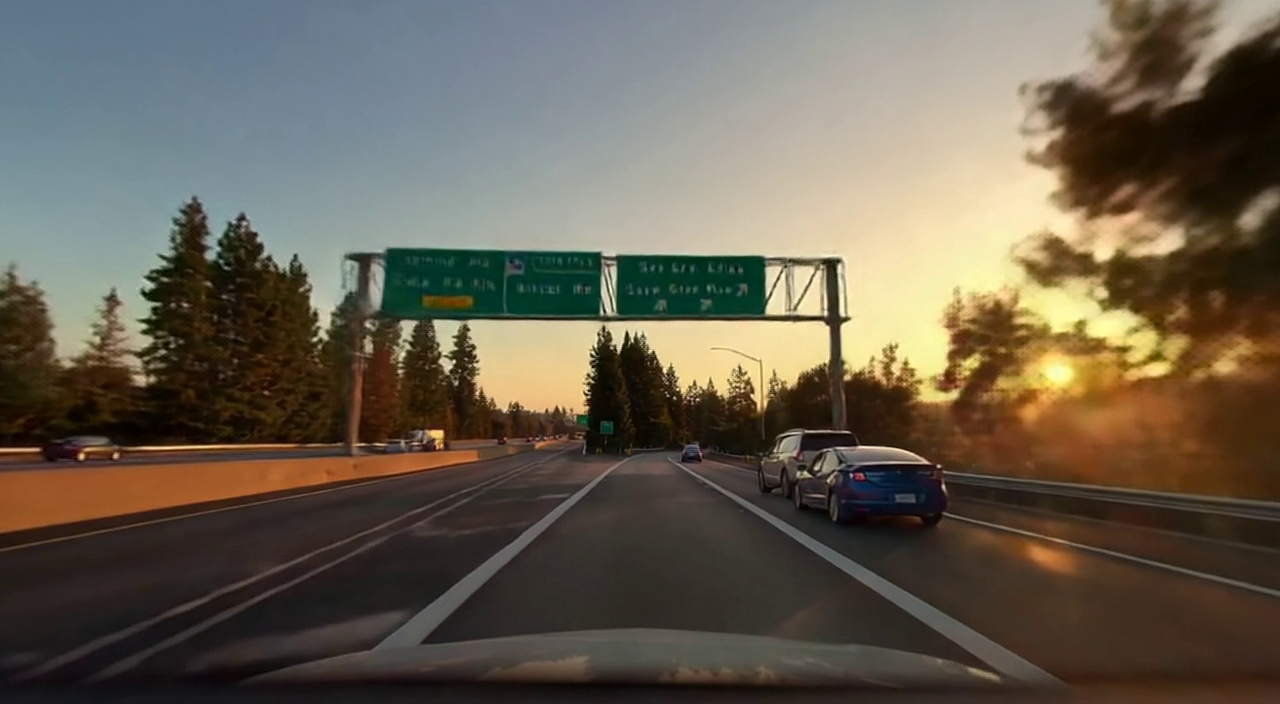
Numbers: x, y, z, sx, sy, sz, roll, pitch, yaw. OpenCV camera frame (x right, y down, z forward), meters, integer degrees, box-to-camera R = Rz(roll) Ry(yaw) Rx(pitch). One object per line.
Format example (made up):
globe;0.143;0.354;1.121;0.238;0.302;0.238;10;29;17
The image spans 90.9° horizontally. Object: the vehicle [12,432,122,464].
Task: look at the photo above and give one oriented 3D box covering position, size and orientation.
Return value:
vehicle;-34.592;5.806;38.304;2.168;1.824;4.932;1;-8;-3
